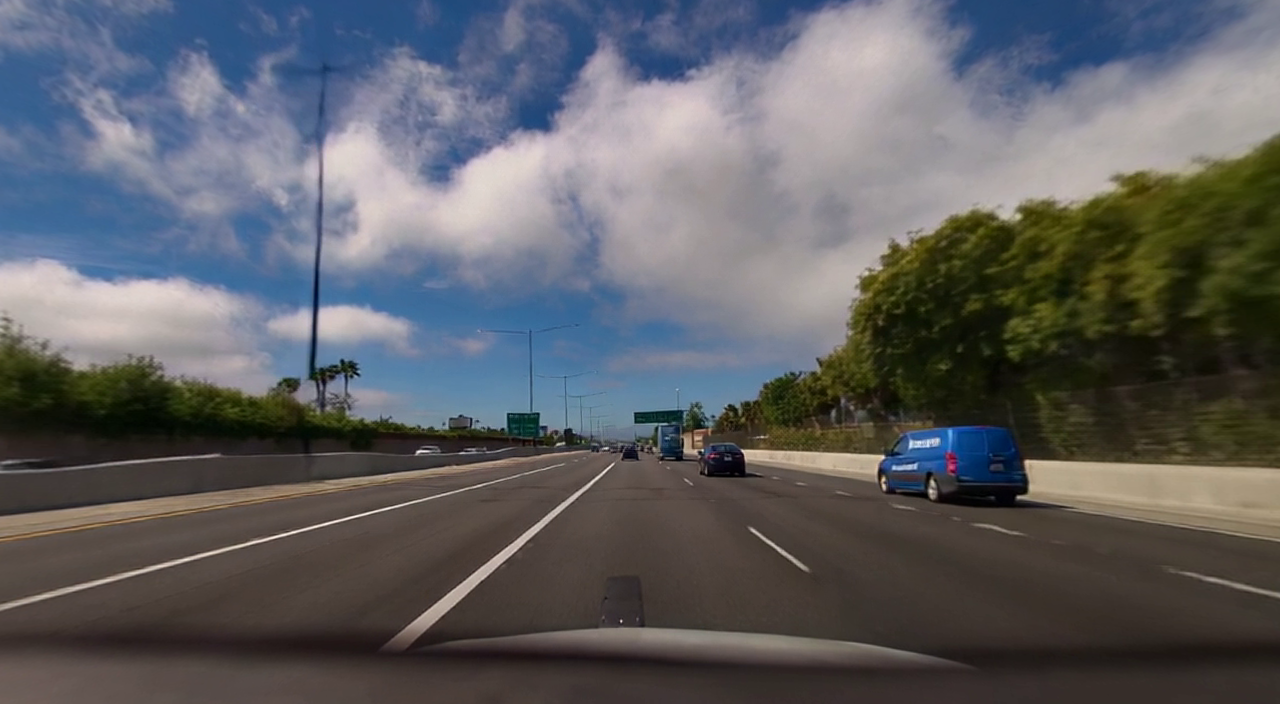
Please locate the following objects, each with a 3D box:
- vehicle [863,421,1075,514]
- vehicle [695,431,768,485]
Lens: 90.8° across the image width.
[{"bbox_3d":[7.406,2.658,15.032,2.266,1.799,4.947,0,-9,-1],"label":"vehicle"},{"bbox_3d":[3.494,4.166,25.132,2.035,1.931,4.841,0,-9,-2],"label":"vehicle"}]
